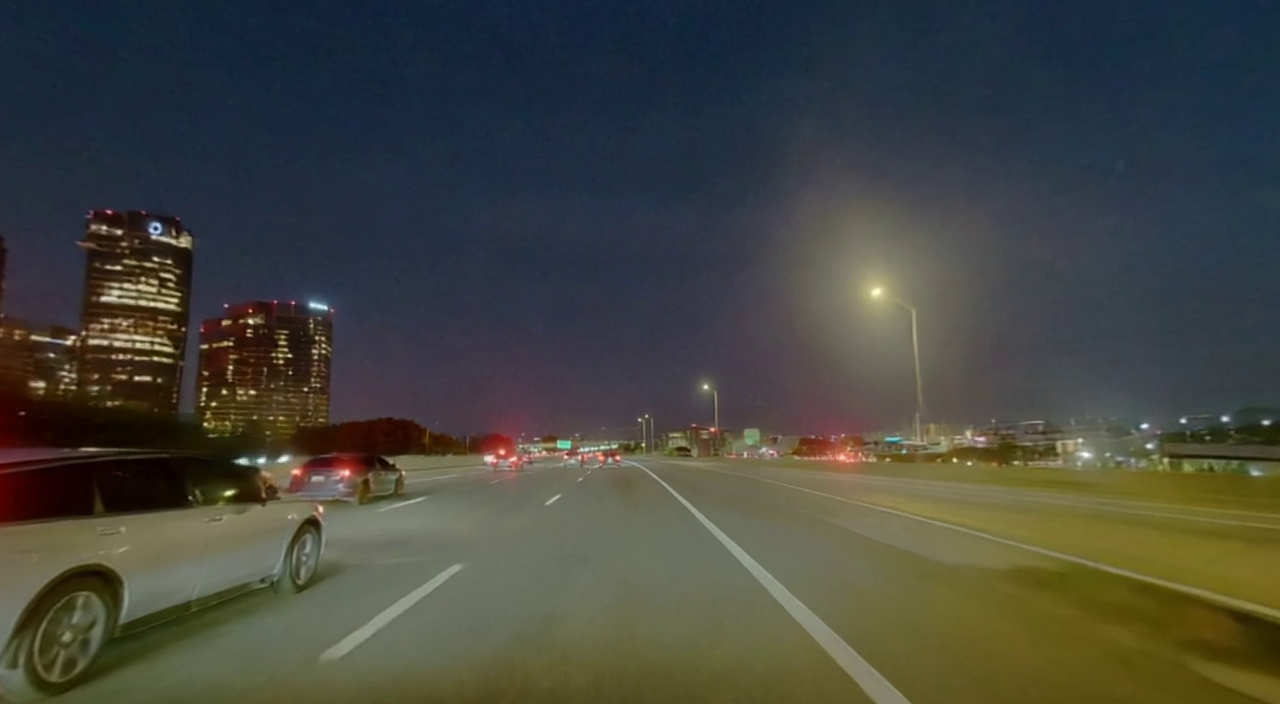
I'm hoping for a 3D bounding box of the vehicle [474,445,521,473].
[{"bbox_3d":[-9.085,6.827,40.495,2.065,1.689,4.399,0,-9,-2],"label":"vehicle"}]

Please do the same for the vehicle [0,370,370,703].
[{"bbox_3d":[-3.762,1.147,4.006,2.036,1.717,4.592,0,-9,0],"label":"vehicle"}]

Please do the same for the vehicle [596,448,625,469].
[{"bbox_3d":[-2.229,7.999,47.419,2.110,1.501,4.319,0,-9,-3],"label":"vehicle"}]
